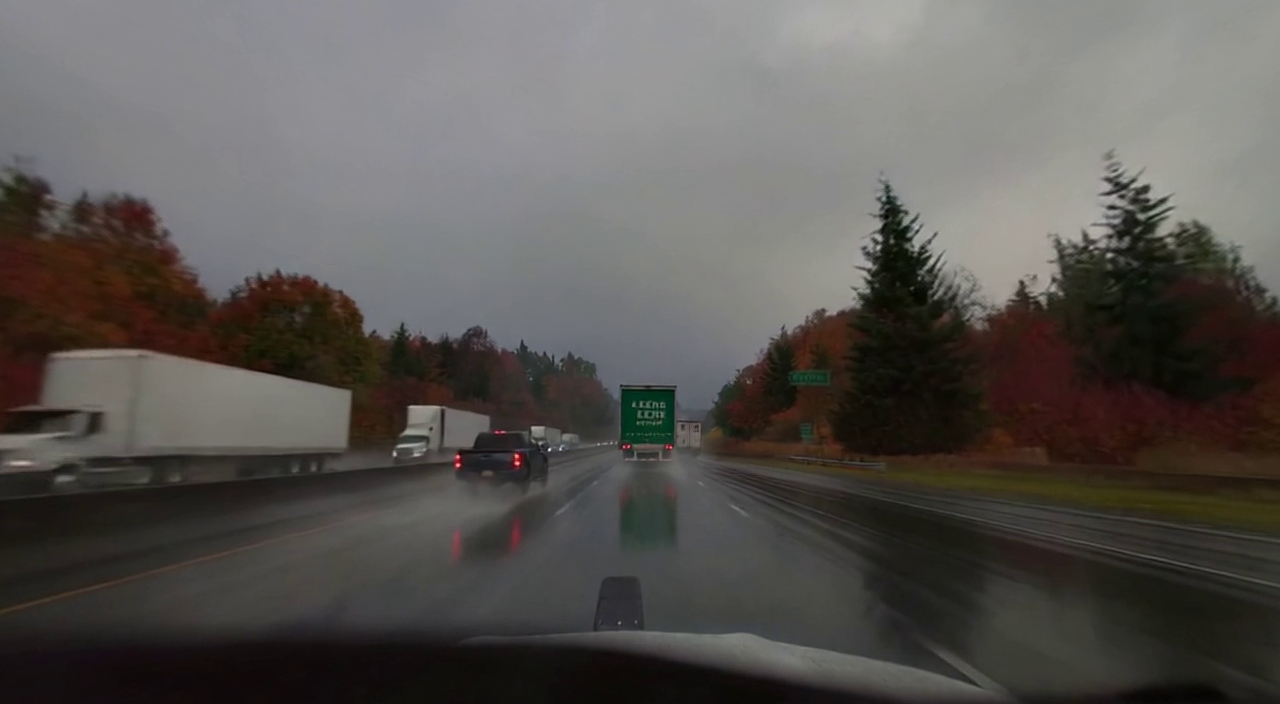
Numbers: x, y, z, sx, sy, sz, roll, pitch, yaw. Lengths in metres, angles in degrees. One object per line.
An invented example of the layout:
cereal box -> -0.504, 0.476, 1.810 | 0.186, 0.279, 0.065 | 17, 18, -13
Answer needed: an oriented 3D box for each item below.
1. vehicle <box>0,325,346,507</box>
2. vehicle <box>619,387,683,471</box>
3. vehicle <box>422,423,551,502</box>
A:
vehicle -> -15.808, 2.648, 22.871 | 3.300, 4.600, 14.107 | 0, -9, 0
vehicle -> 0.506, 4.518, 35.716 | 3.057, 4.073, 10.792 | 0, -9, 0
vehicle -> -3.677, 2.765, 16.044 | 2.097, 1.711, 4.594 | 0, -9, 1
